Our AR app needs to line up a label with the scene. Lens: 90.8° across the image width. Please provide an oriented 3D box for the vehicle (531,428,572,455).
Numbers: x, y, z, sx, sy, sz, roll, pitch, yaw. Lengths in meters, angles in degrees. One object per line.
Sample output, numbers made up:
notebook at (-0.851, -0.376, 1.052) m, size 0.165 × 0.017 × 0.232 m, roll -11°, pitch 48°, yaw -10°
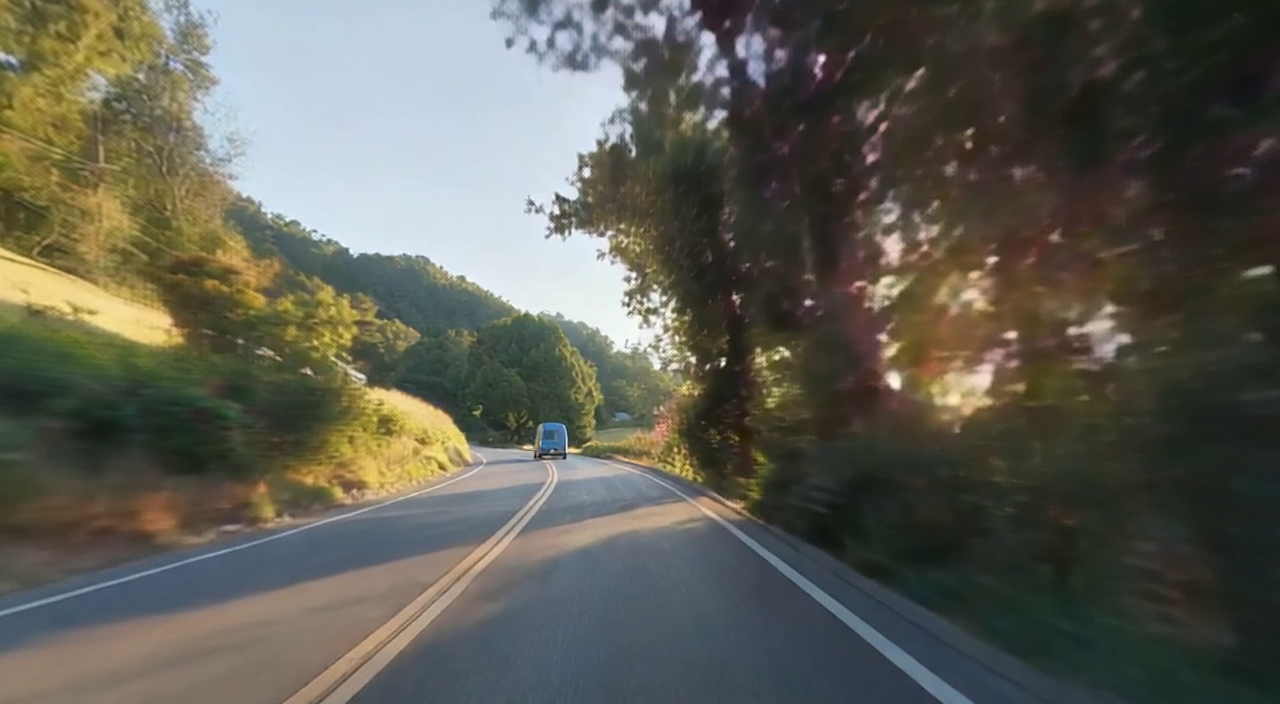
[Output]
vehicle at (-6.967, 6.990, 49.309) m, size 2.439 × 1.912 × 5.605 m, roll 2°, pitch -8°, yaw -15°
